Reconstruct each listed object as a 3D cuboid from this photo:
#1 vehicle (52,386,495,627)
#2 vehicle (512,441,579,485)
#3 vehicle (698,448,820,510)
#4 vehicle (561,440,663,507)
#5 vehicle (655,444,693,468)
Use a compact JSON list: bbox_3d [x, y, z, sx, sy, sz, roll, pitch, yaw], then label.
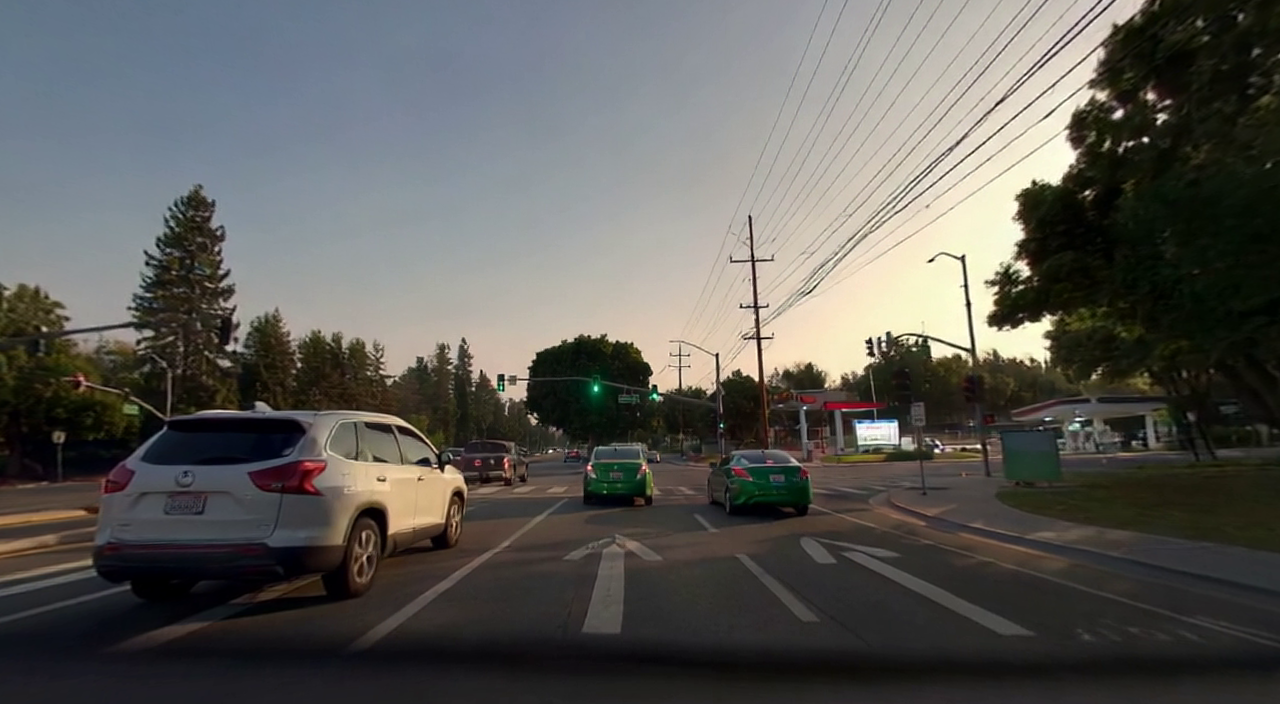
[{"bbox_3d":[-3.041,1.388,6.669,1.922,1.642,4.547,0,-8,0],"label":"vehicle"},{"bbox_3d":[-3.540,4.231,24.448,1.953,1.530,4.335,0,-8,0],"label":"vehicle"},{"bbox_3d":[2.759,3.060,15.792,2.065,1.302,4.416,0,-8,-2],"label":"vehicle"},{"bbox_3d":[-0.670,2.931,15.755,2.189,1.437,4.135,0,-8,-2],"label":"vehicle"},{"bbox_3d":[2.230,6.934,42.342,2.069,1.464,4.599,0,-8,-2],"label":"vehicle"}]
